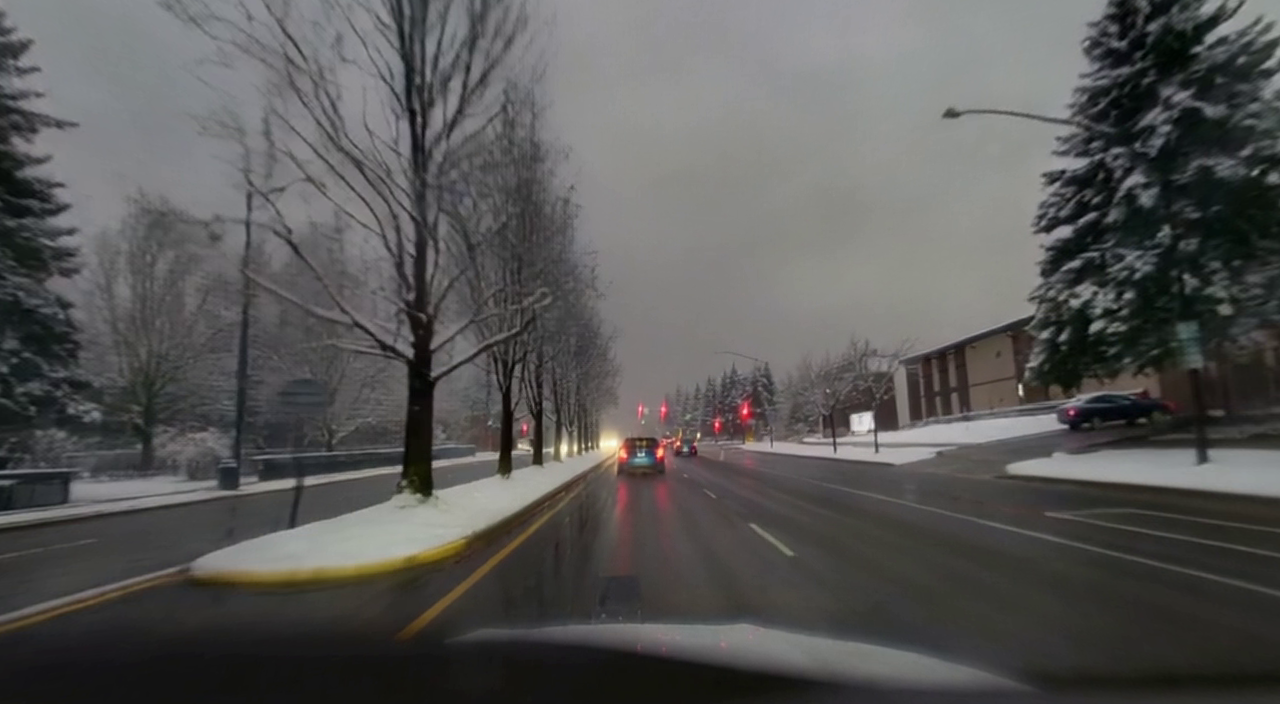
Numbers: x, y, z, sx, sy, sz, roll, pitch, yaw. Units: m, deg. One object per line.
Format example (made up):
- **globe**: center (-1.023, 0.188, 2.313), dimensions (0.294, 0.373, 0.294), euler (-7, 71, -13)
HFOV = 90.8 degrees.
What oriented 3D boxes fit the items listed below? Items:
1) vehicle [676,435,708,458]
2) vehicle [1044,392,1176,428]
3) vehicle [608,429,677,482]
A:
- **vehicle**: center (3.866, 7.182, 47.901), dimensions (1.987, 1.613, 4.081), euler (0, -8, -1)
- **vehicle**: center (22.486, 2.817, 30.322), dimensions (4.738, 1.593, 2.123), euler (0, -8, -5)
- **vehicle**: center (0.044, 3.564, 22.075), dimensions (2.181, 1.639, 4.127), euler (0, -8, -1)
